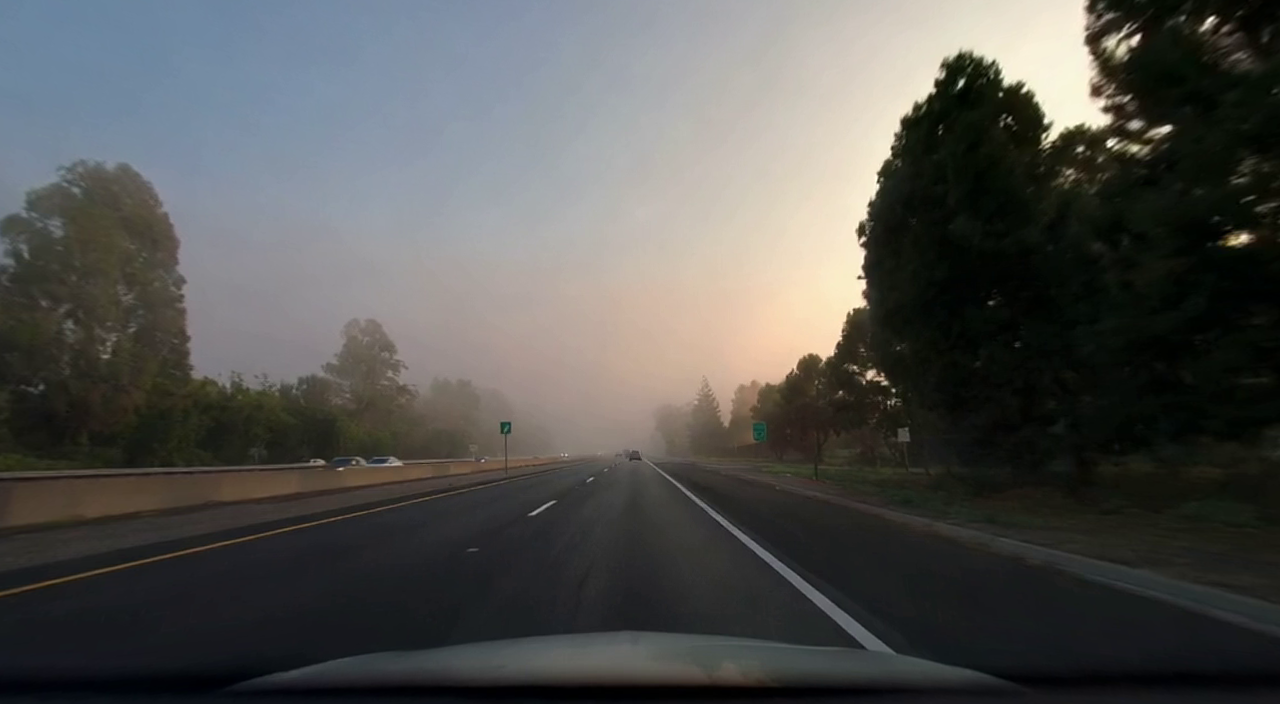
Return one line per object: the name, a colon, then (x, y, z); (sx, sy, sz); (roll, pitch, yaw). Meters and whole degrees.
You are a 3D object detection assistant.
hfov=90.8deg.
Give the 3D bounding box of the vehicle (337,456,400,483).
vehicle: (-16.930, 7.329, 39.572); (1.961, 1.512, 4.406); (0, -9, 0)
